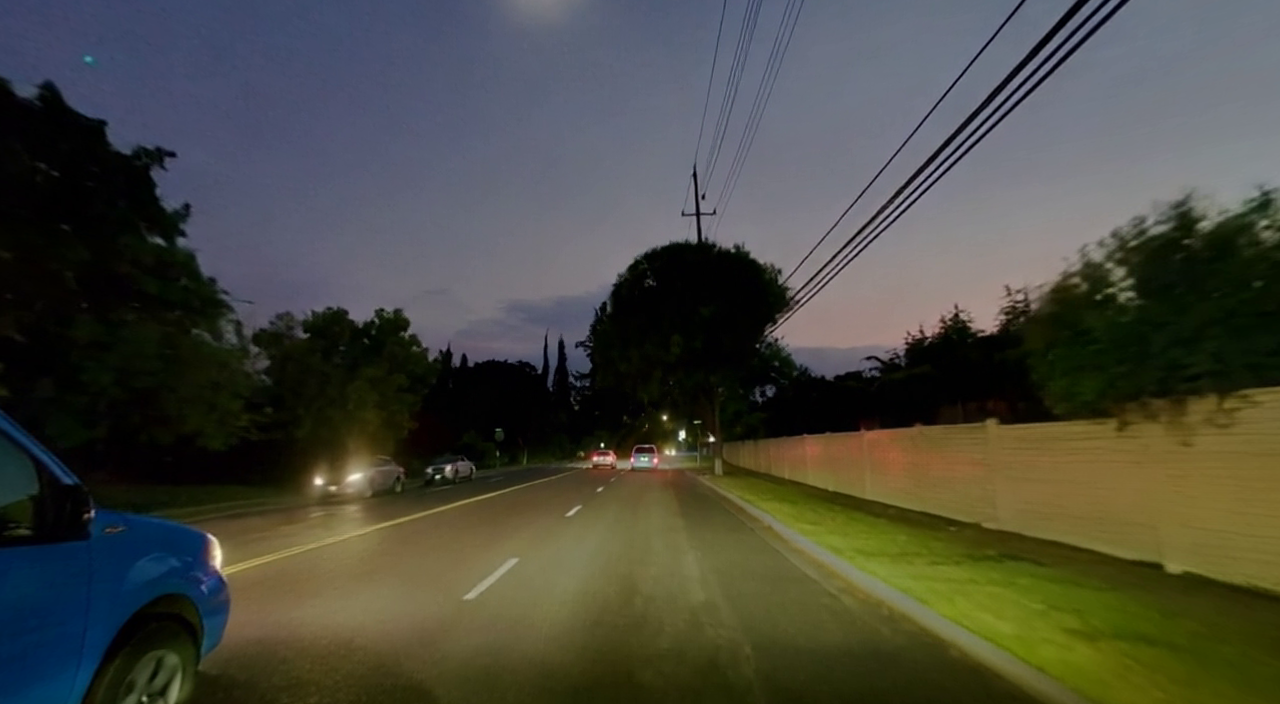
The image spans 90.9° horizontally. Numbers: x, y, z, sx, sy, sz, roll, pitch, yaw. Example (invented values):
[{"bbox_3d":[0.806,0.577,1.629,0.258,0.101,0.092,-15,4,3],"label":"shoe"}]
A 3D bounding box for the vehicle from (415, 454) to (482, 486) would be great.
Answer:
[{"bbox_3d":[-9.786,6.066,32.650,2.005,1.471,4.330,-1,-9,2],"label":"vehicle"}]

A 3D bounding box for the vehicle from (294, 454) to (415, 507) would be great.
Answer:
[{"bbox_3d":[-9.714,4.373,21.933,2.068,1.480,4.641,-3,-9,0],"label":"vehicle"}]

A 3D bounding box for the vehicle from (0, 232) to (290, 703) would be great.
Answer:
[{"bbox_3d":[-3.512,0.471,1.105,2.336,2.152,5.866,0,-9,1],"label":"vehicle"}]

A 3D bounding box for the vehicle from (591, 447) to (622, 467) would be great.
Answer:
[{"bbox_3d":[-2.567,8.198,49.307,1.968,1.472,4.489,0,-9,2],"label":"vehicle"}]

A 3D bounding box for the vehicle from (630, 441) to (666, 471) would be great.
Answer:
[{"bbox_3d":[0.492,6.489,39.529,2.120,1.718,3.909,0,-9,1],"label":"vehicle"}]
